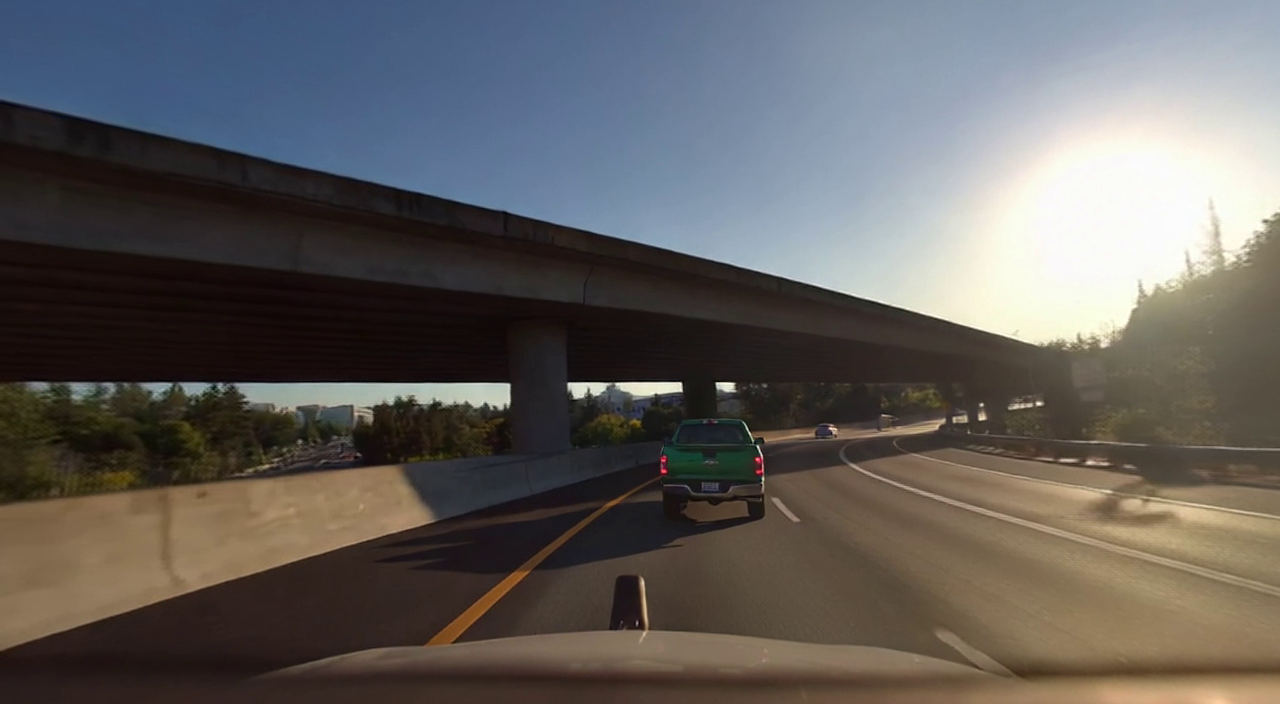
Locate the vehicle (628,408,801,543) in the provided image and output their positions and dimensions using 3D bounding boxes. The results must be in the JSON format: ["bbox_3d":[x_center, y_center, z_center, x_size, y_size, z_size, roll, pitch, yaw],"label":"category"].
[{"bbox_3d":[1.195,1.931,10.467,2.235,1.716,4.435,-1,-9,6],"label":"vehicle"}]
